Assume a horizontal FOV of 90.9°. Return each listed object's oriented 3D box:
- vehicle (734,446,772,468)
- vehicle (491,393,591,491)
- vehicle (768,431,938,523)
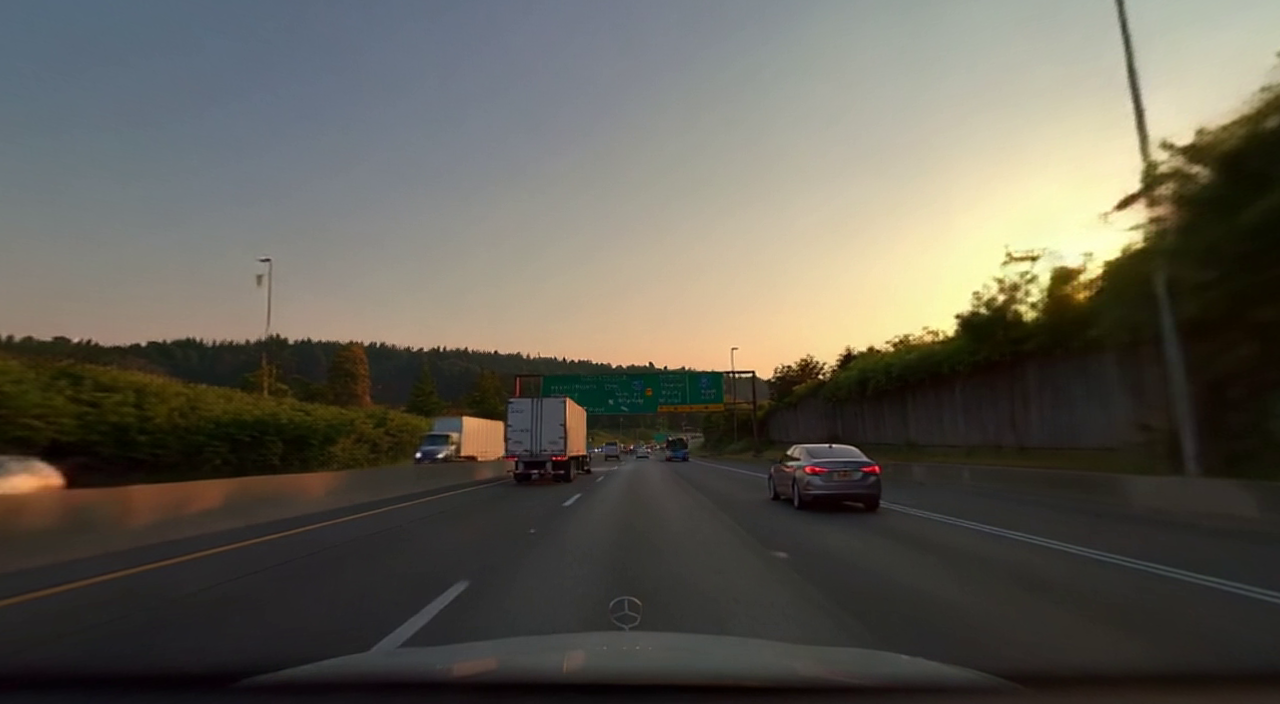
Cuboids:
[{"bbox_3d":[8.117,7.565,45.609,1.876,1.475,4.185,0,-9,-1],"label":"vehicle"},{"bbox_3d":[-3.490,3.474,24.044,2.667,3.195,6.731,0,-9,0],"label":"vehicle"},{"bbox_3d":[4.048,2.444,12.813,1.983,1.545,4.038,0,-9,-1],"label":"vehicle"}]
